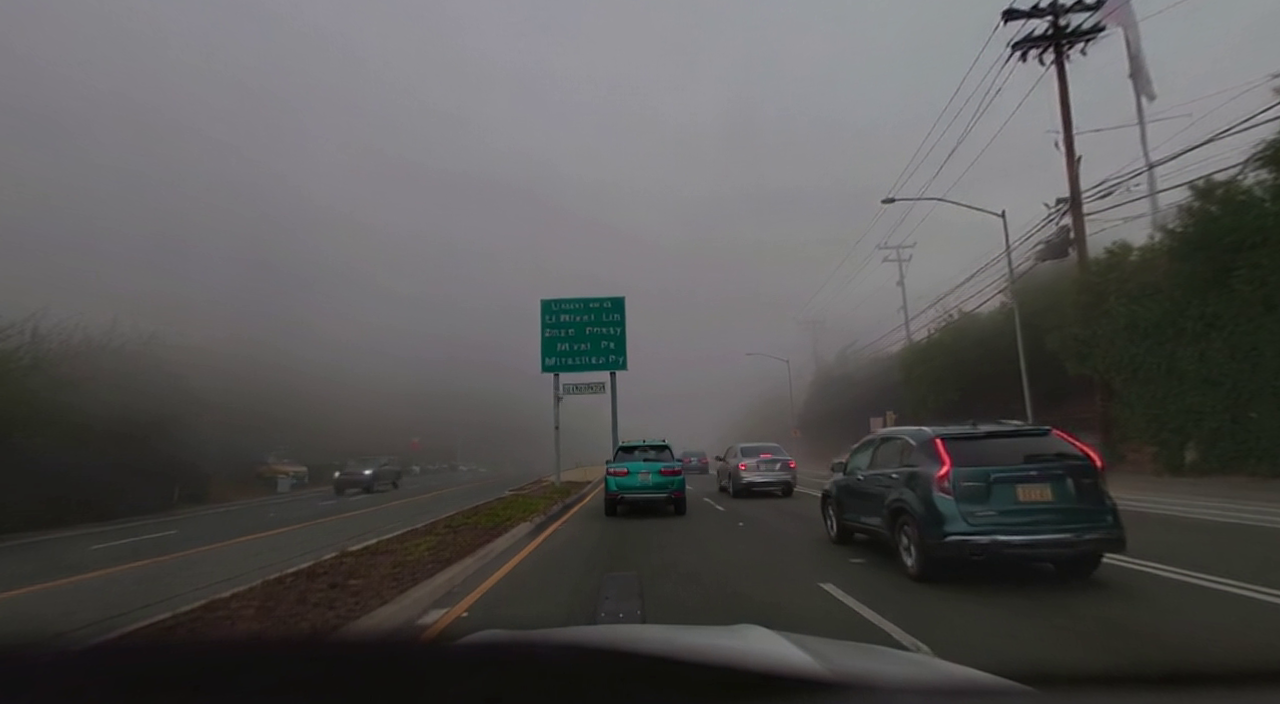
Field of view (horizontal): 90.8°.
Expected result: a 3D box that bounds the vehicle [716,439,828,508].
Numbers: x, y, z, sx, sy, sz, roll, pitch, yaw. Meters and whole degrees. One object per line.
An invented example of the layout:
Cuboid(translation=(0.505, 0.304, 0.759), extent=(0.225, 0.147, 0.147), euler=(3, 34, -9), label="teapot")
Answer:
Cuboid(translation=(3.330, 3.132, 16.810), extent=(2.064, 1.591, 4.081), euler=(0, -8, 0), label="vehicle")

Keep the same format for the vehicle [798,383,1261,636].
Cuboid(translation=(3.399, 1.469, 6.941), extent=(2.097, 1.818, 4.625), euler=(0, -8, 0), label="vehicle")

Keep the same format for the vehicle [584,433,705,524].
Cuboid(translation=(0.062, 2.617, 13.643), extent=(2.199, 1.641, 4.232), euler=(0, -8, -1), label="vehicle")

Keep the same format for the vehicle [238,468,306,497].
Cuboid(translation=(-22.617, 8.017, 38.993), extent=(1.847, 1.554, 3.926), euler=(0, -8, -1), label="vehicle")

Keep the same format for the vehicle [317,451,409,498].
Cuboid(translation=(-12.721, 5.631, 29.450), extent=(2.107, 1.931, 5.015), euler=(0, -8, -2), label="vehicle")
